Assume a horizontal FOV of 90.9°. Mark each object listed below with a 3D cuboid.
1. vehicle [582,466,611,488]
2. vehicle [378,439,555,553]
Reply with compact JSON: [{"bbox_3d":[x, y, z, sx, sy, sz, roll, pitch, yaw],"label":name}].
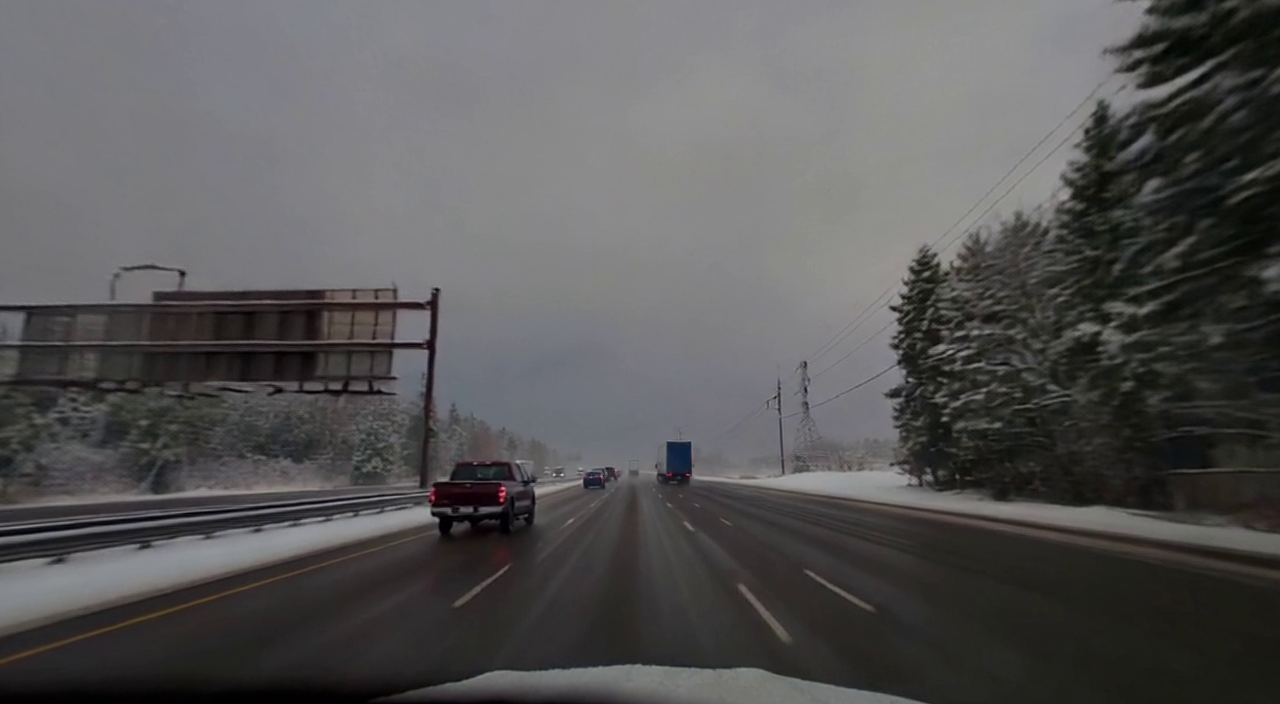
[{"bbox_3d":[-3.352,9.817,49.475,1.942,1.597,3.943,1,-11,0],"label":"vehicle"},{"bbox_3d":[-3.007,2.662,12.084,2.065,1.722,4.441,1,-11,0],"label":"vehicle"}]
